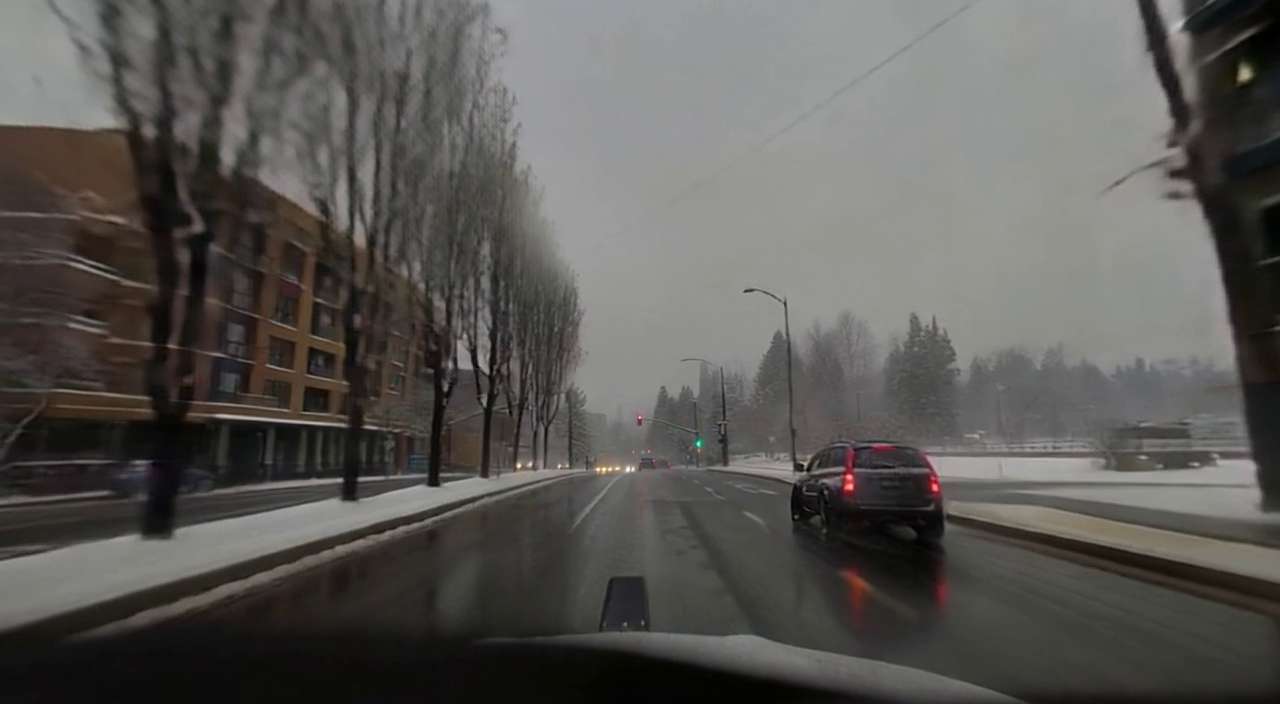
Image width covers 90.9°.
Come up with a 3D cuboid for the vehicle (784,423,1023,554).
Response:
[{"bbox_3d":[3.694,1.974,9.766,1.949,1.583,3.996,0,-9,0],"label":"vehicle"}]

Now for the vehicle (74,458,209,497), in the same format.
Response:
[{"bbox_3d":[-21.361,5.359,27.320,1.864,1.468,4.770,0,-9,1],"label":"vehicle"}]
